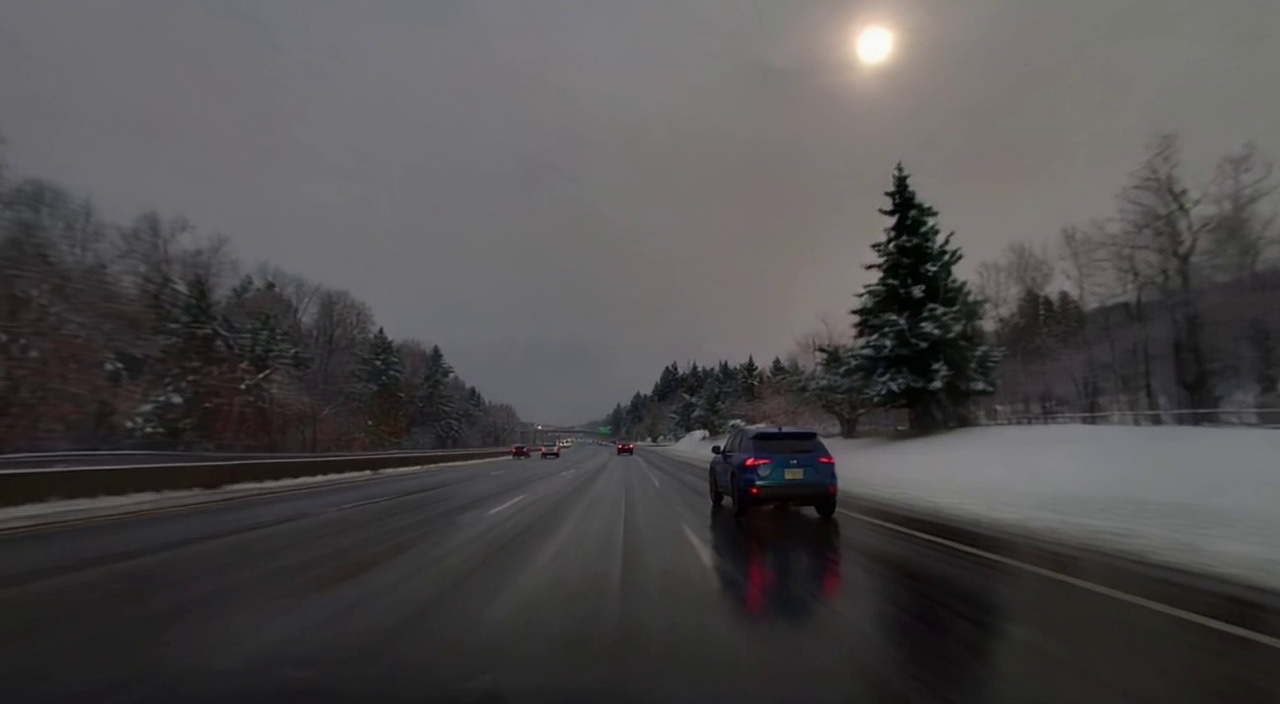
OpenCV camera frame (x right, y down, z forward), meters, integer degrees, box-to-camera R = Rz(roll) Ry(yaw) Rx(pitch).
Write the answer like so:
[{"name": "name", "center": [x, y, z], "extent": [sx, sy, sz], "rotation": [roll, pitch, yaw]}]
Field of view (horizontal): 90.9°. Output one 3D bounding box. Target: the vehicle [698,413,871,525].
[{"name": "vehicle", "center": [2.406, 2.099, 11.814], "extent": [2.120, 1.706, 4.226], "rotation": [0, -8, -2]}]
